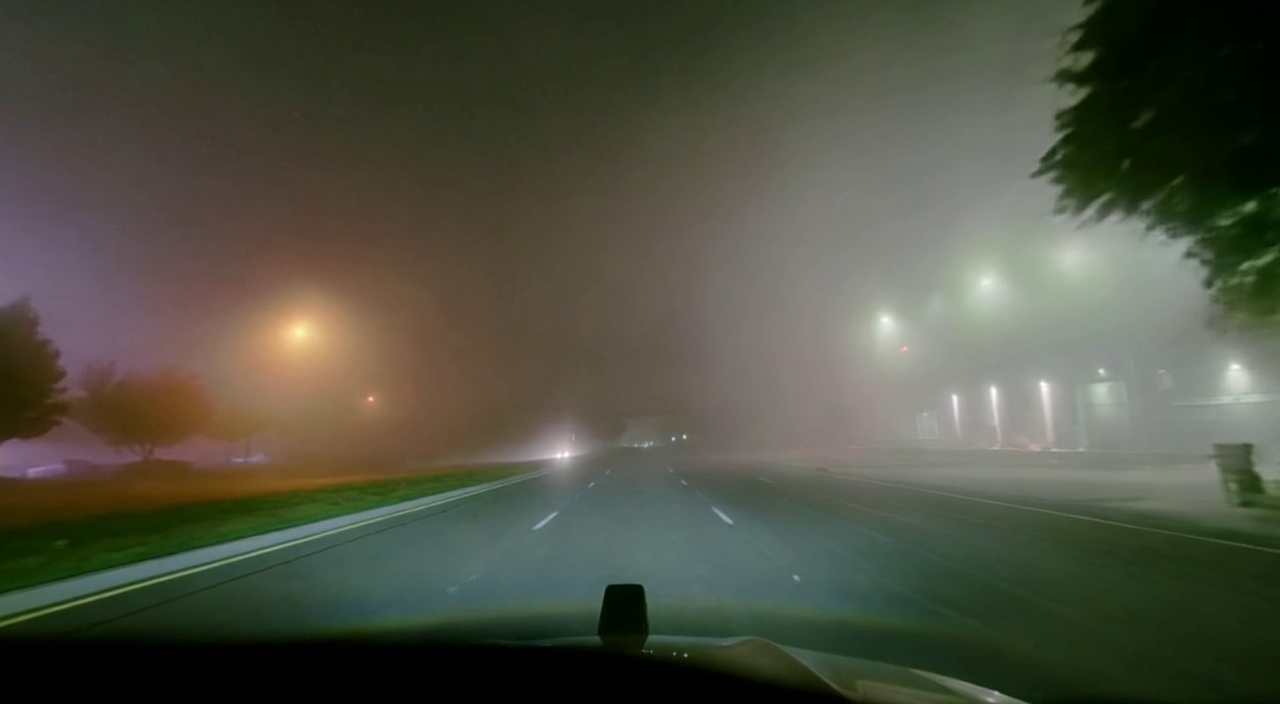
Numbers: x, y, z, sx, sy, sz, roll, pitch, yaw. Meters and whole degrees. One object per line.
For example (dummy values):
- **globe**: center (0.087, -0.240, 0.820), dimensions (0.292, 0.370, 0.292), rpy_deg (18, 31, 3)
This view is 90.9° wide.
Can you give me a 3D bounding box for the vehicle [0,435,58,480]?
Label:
- **vehicle**: center (-48.786, 8.224, 49.396), dimensions (7.952, 3.263, 2.871), rpy_deg (-7, -10, 36)
